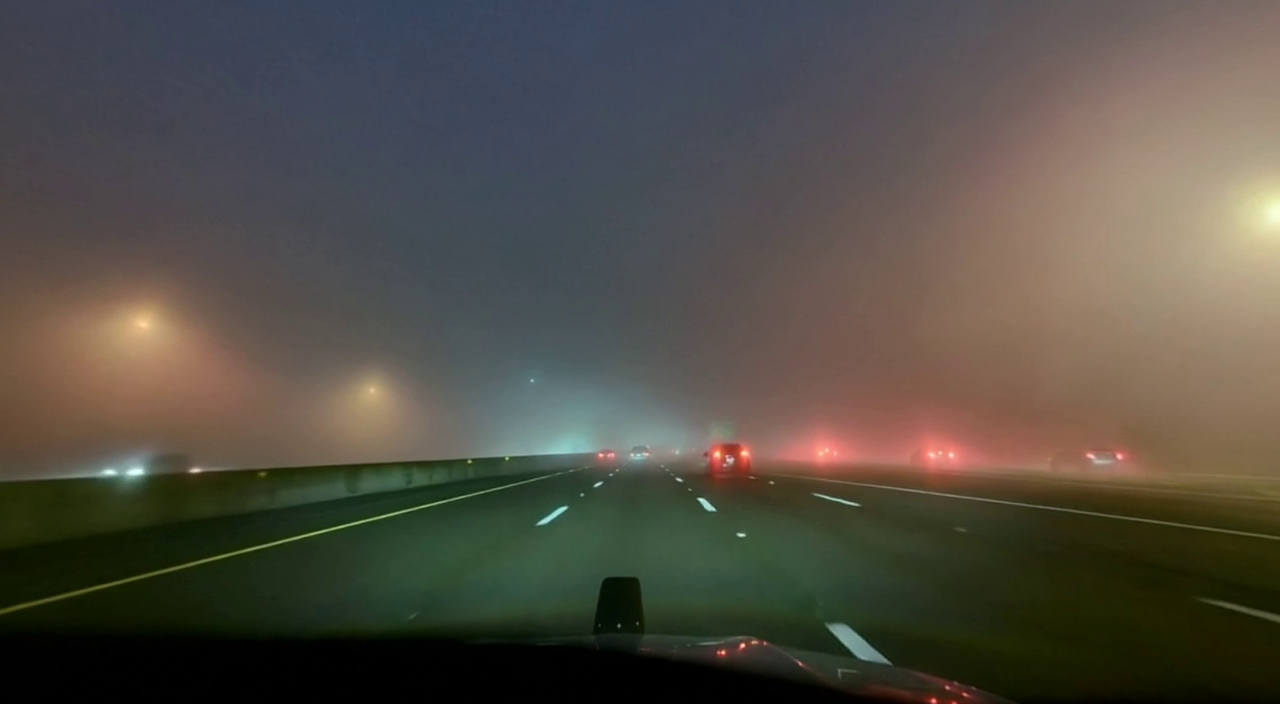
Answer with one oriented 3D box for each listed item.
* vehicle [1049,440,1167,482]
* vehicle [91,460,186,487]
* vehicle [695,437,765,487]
[{"bbox_3d":[21.852,5.094,29.703,2.116,1.754,4.727,0,-9,4],"label":"vehicle"},{"bbox_3d":[-31.361,7.581,39.586,1.992,1.512,4.808,0,-9,1],"label":"vehicle"},{"bbox_3d":[3.440,4.306,24.961,2.147,1.794,4.538,0,-9,0],"label":"vehicle"}]
